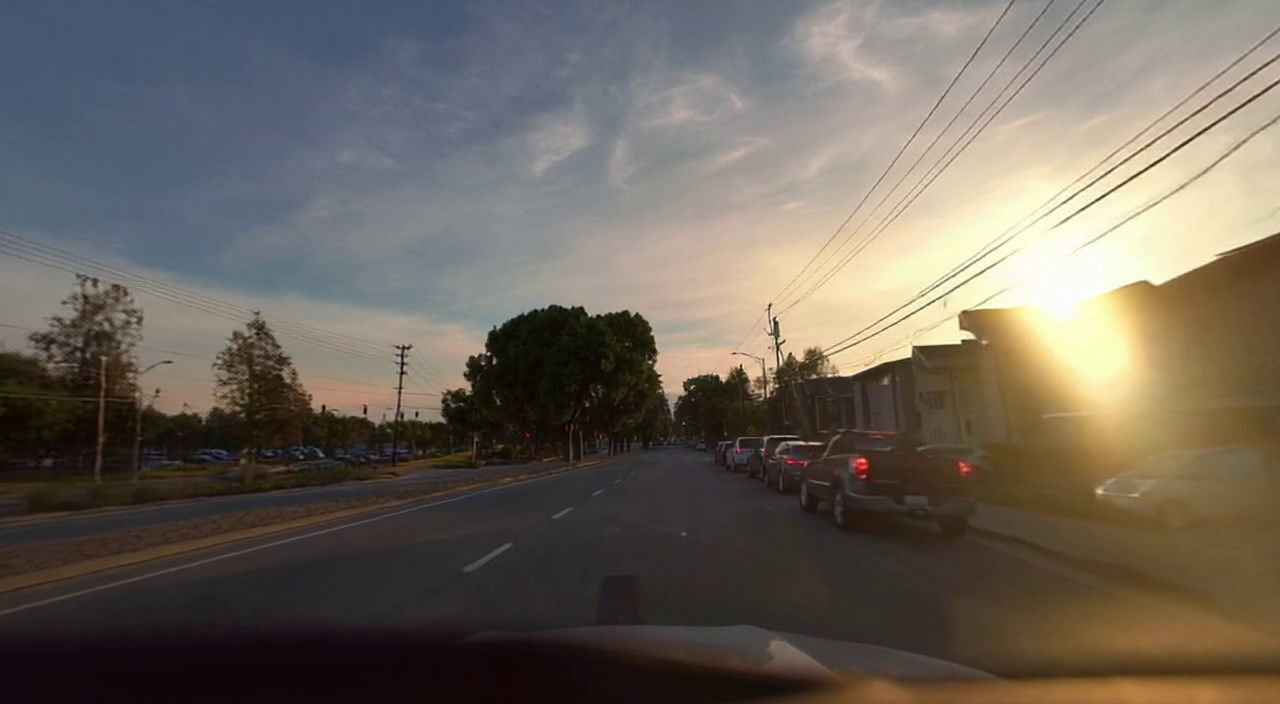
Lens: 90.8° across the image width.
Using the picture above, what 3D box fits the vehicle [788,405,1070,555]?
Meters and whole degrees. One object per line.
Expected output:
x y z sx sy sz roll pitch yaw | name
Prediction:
4.123 1.932 10.305 2.359 1.817 4.985 0 -8 2 | vehicle

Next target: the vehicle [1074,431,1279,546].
10.170 2.146 10.220 2.038 1.680 4.660 7 -11 -38 | vehicle
